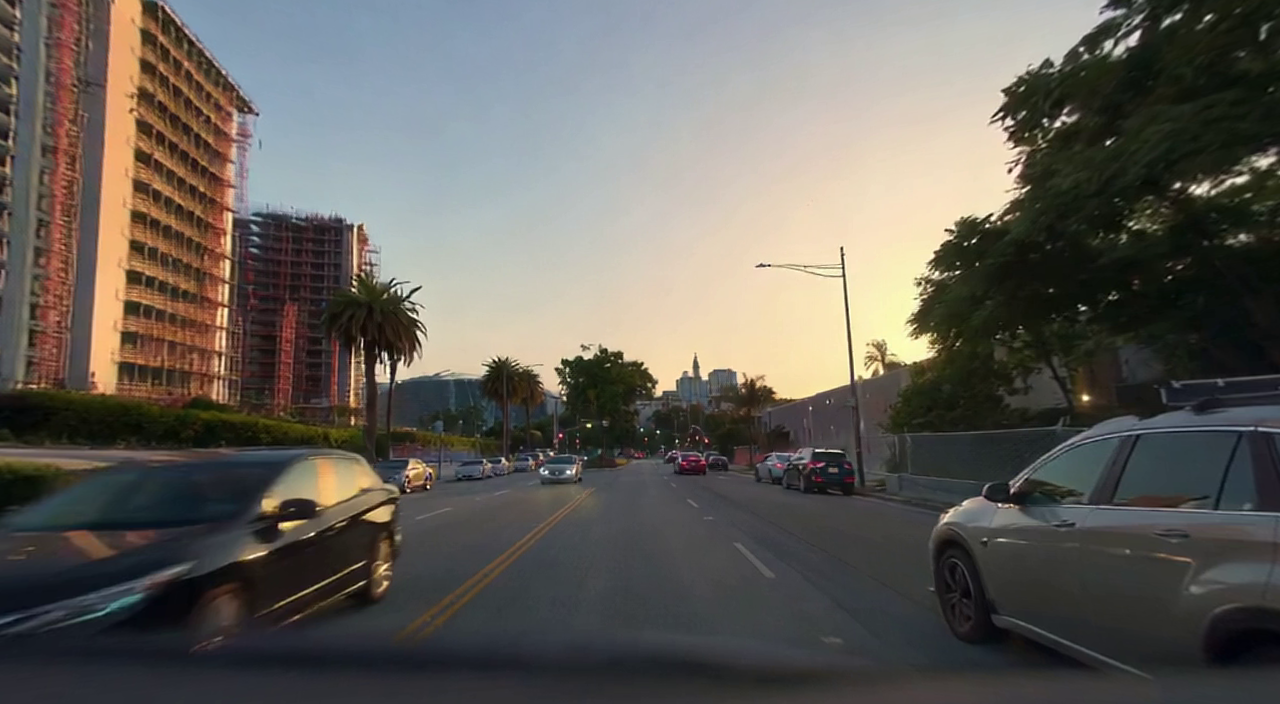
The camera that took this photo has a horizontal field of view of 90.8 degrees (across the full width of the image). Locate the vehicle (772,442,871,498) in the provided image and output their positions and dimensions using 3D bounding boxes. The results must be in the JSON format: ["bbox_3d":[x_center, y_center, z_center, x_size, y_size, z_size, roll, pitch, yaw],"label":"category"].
[{"bbox_3d":[6.256,4.099,22.405,1.981,1.768,4.405,0,-8,-3],"label":"vehicle"}]

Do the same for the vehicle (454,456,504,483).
[{"bbox_3d":[-9.704,7.128,38.413,1.826,1.445,4.325,-1,-8,1],"label":"vehicle"}]

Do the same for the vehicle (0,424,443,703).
[{"bbox_3d":[-3.301,1.393,4.958,2.058,1.490,4.406,0,-8,0],"label":"vehicle"}]

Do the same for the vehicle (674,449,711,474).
[{"bbox_3d":[3.308,7.064,40.838,1.999,1.487,3.939,0,-8,-1],"label":"vehicle"}]

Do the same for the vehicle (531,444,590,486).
[{"bbox_3d":[-3.535,5.103,28.891,2.096,1.716,4.300,0,-8,1],"label":"vehicle"}]

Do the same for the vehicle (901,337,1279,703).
[{"bbox_3d":[3.138,0.910,2.901,1.953,1.687,4.344,0,-8,-1],"label":"vehicle"}]
